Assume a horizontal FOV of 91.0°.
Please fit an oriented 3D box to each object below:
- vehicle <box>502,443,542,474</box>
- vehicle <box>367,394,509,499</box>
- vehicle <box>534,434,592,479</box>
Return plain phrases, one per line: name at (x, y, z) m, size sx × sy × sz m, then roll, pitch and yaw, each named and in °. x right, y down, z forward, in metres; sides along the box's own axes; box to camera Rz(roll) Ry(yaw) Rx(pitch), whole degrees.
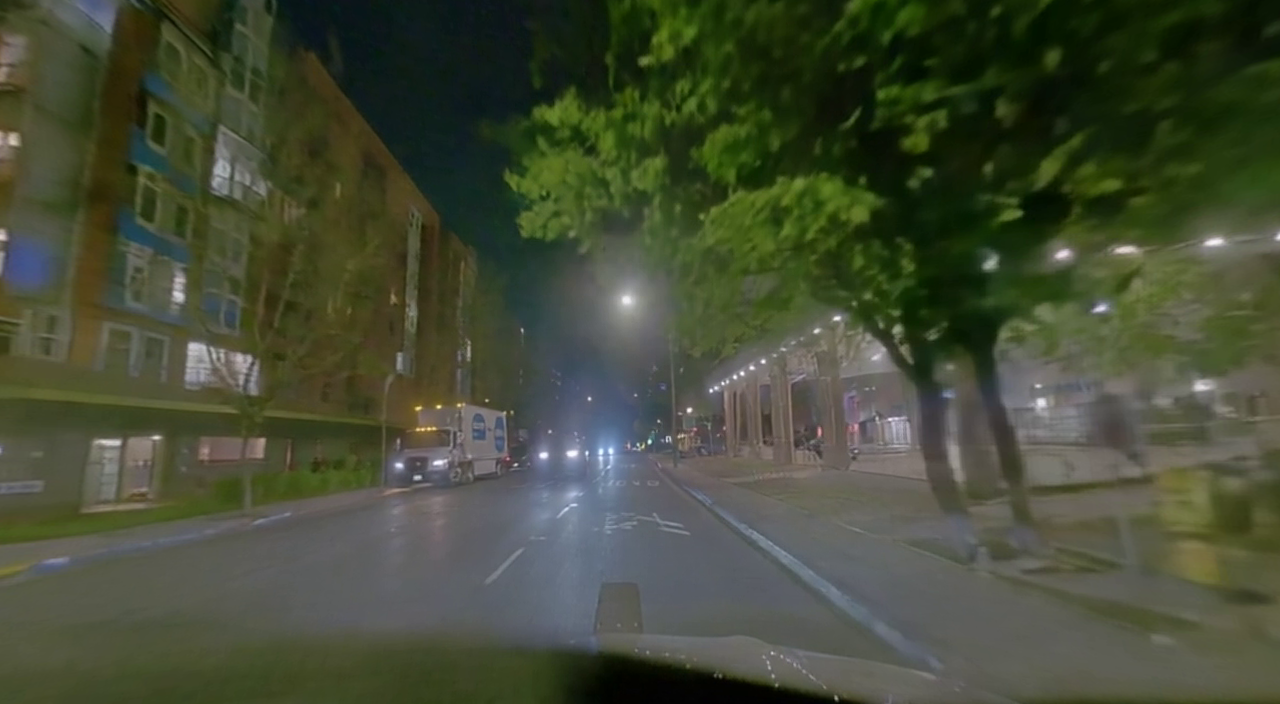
vehicle at (-7.936, 7.155, 42.732) m, size 1.950 × 1.743 × 4.312 m, roll -2°, pitch -6°, yaw -1°
vehicle at (-9.113, 4.291, 30.389) m, size 2.986 × 3.768 × 11.697 m, roll -6°, pitch -6°, yaw -1°
vehicle at (-3.399, 4.700, 28.578) m, size 2.118 × 1.864 × 4.640 m, roll 0°, pitch -8°, yaw -1°
